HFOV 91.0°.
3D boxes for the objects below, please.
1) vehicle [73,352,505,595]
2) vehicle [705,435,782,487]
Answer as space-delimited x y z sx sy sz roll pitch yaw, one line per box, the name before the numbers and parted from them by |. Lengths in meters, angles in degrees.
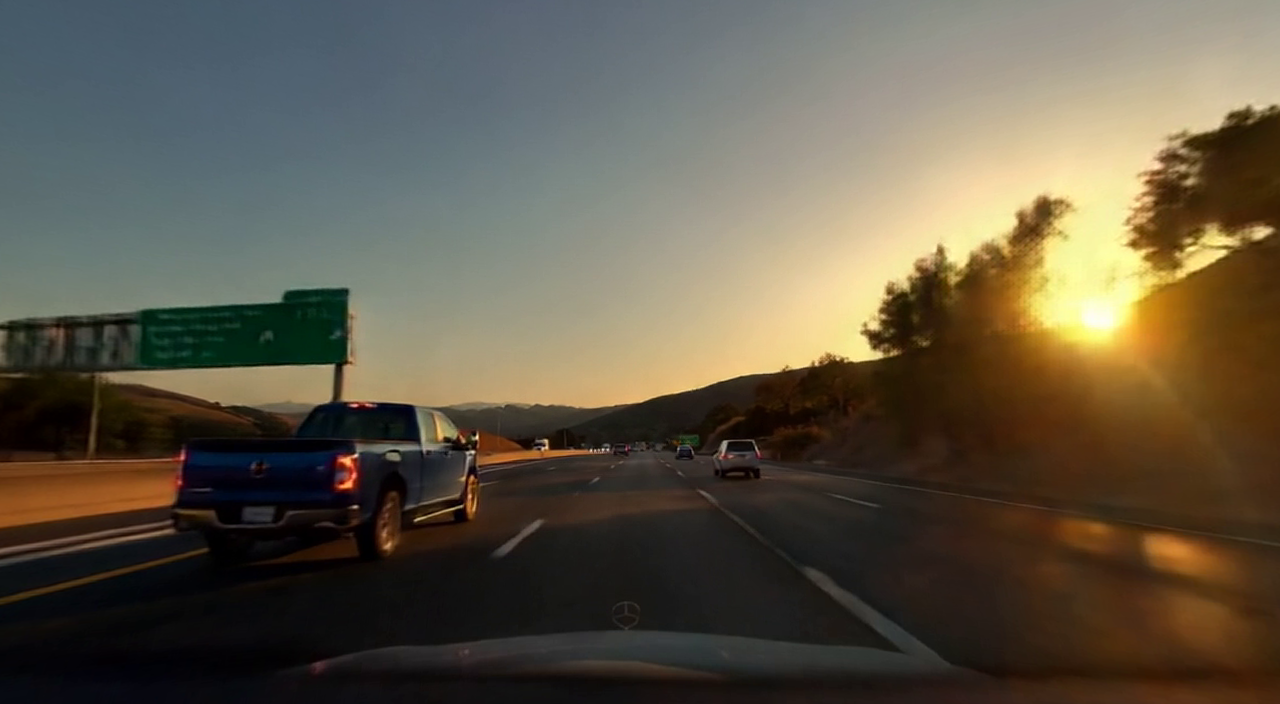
vehicle | -3.861 1.569 8.952 2.496 2.203 6.317 0 -9 0
vehicle | 3.614 3.907 22.861 2.095 1.668 4.135 0 -9 0
